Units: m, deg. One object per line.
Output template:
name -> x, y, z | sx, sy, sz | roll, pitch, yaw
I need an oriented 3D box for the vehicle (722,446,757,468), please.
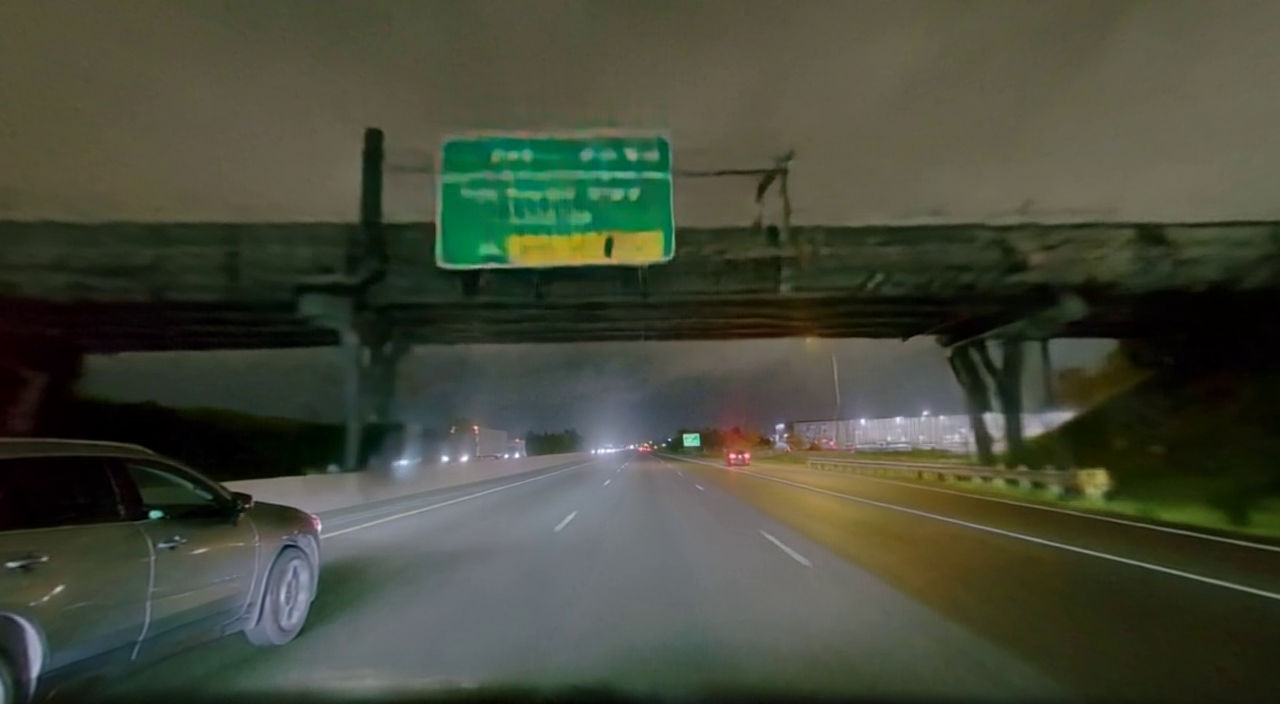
vehicle -> 7.221, 7.653, 46.236 | 1.923, 1.516, 3.815 | 0, -9, 0
